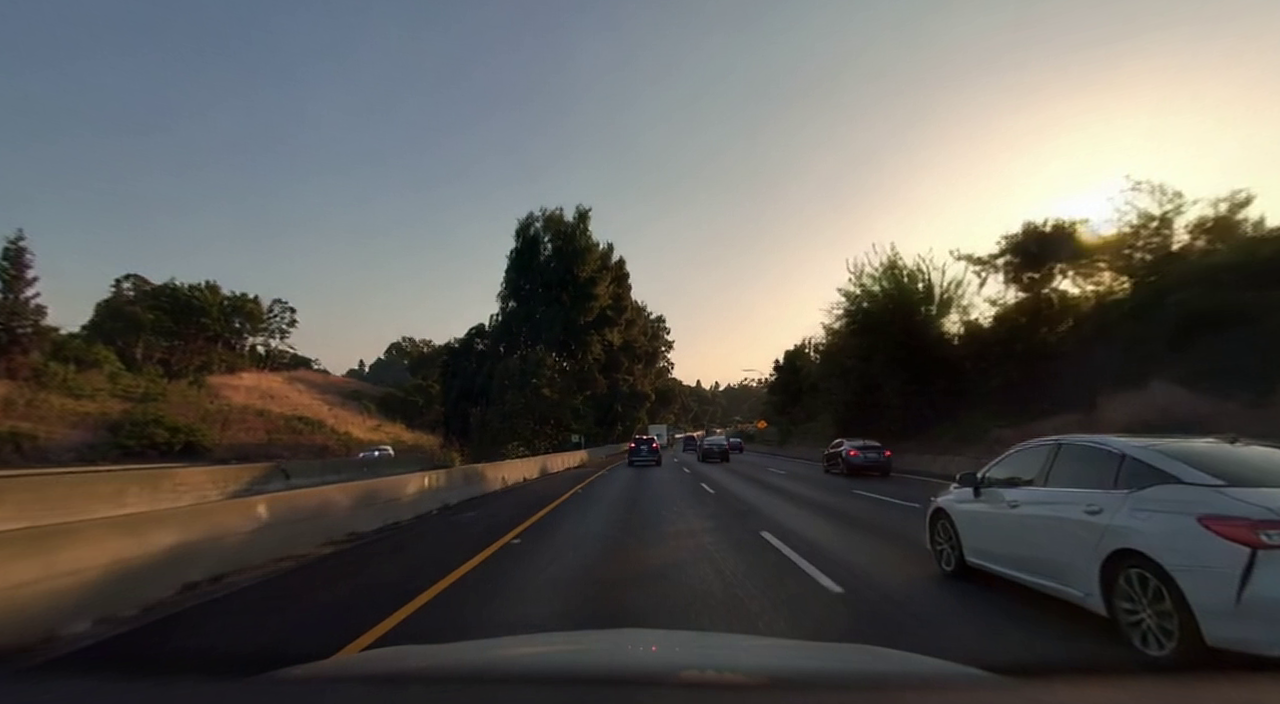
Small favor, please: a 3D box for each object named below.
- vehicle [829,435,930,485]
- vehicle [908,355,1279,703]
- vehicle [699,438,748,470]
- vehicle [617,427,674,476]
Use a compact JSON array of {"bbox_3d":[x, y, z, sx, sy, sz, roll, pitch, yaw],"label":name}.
[{"bbox_3d":[8.067,3.668,21.700,1.810,1.516,4.183,0,-8,0],"label":"vehicle"},{"bbox_3d":[3.714,1.061,4.127,2.003,1.661,4.418,-1,-8,1],"label":"vehicle"},{"bbox_3d":[4.146,5.119,31.819,1.825,1.487,4.034,0,-8,-1],"label":"vehicle"},{"bbox_3d":[0.185,4.147,26.414,2.189,1.852,4.038,0,-8,0],"label":"vehicle"}]
